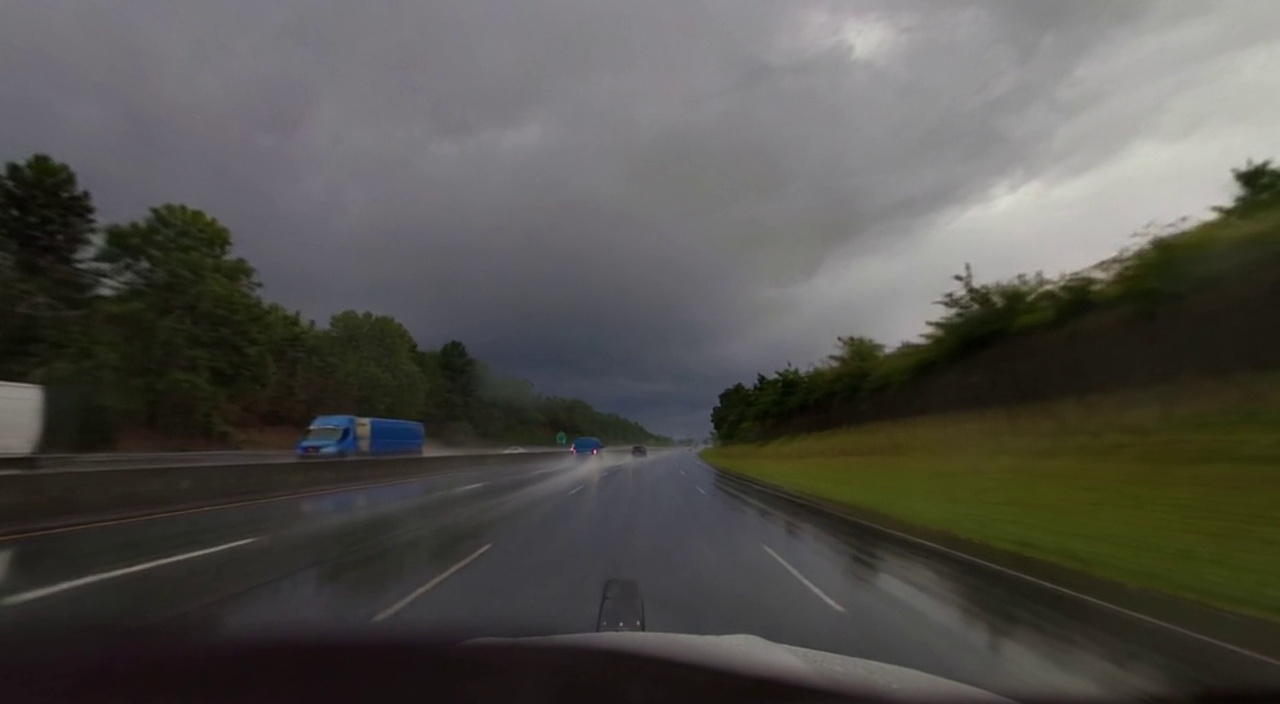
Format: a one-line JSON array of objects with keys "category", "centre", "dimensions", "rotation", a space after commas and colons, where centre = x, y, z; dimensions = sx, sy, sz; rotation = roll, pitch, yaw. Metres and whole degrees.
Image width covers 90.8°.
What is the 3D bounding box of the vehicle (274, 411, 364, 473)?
[{"category": "vehicle", "centre": [-22.505, 6.411, 44.653], "dimensions": [2.999, 4.017, 5.918], "rotation": [-1, -9, 2]}]
